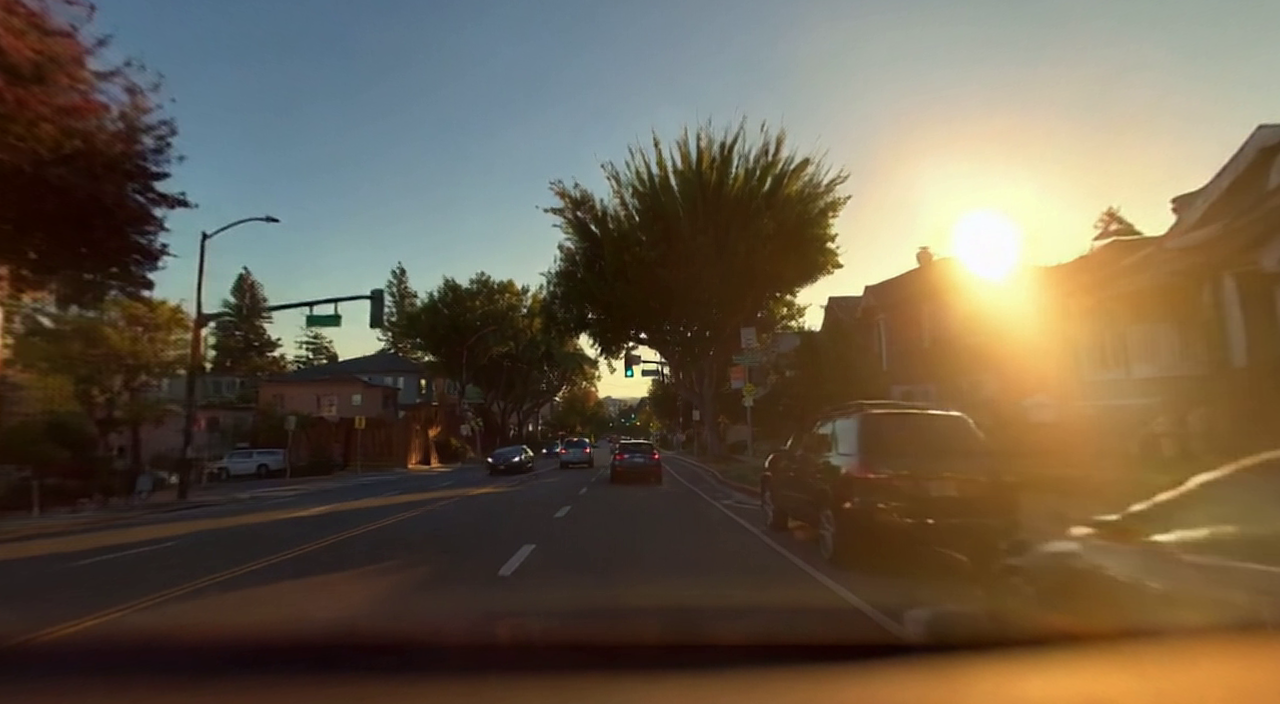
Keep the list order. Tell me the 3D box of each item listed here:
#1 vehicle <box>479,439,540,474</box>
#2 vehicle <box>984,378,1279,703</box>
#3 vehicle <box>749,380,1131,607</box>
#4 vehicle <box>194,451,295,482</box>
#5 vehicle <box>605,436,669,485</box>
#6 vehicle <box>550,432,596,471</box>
[{"bbox_3d":[-6.442,5.206,31.655,2.048,1.601,5.047,0,-8,-1],"label":"vehicle"},{"bbox_3d":[2.932,0.743,1.274,1.842,1.511,4.565,0,-8,-1],"label":"vehicle"},{"bbox_3d":[2.808,1.471,7.446,2.066,1.796,4.719,0,-8,-2],"label":"vehicle"},{"bbox_3d":[-23.138,6.693,36.928,4.537,1.755,1.933,0,-8,0],"label":"vehicle"},{"bbox_3d":[-0.174,3.704,21.803,1.998,1.518,4.015,0,-8,-2],"label":"vehicle"},{"bbox_3d":[-3.347,5.072,32.161,1.983,1.841,4.013,0,-8,-1],"label":"vehicle"}]
